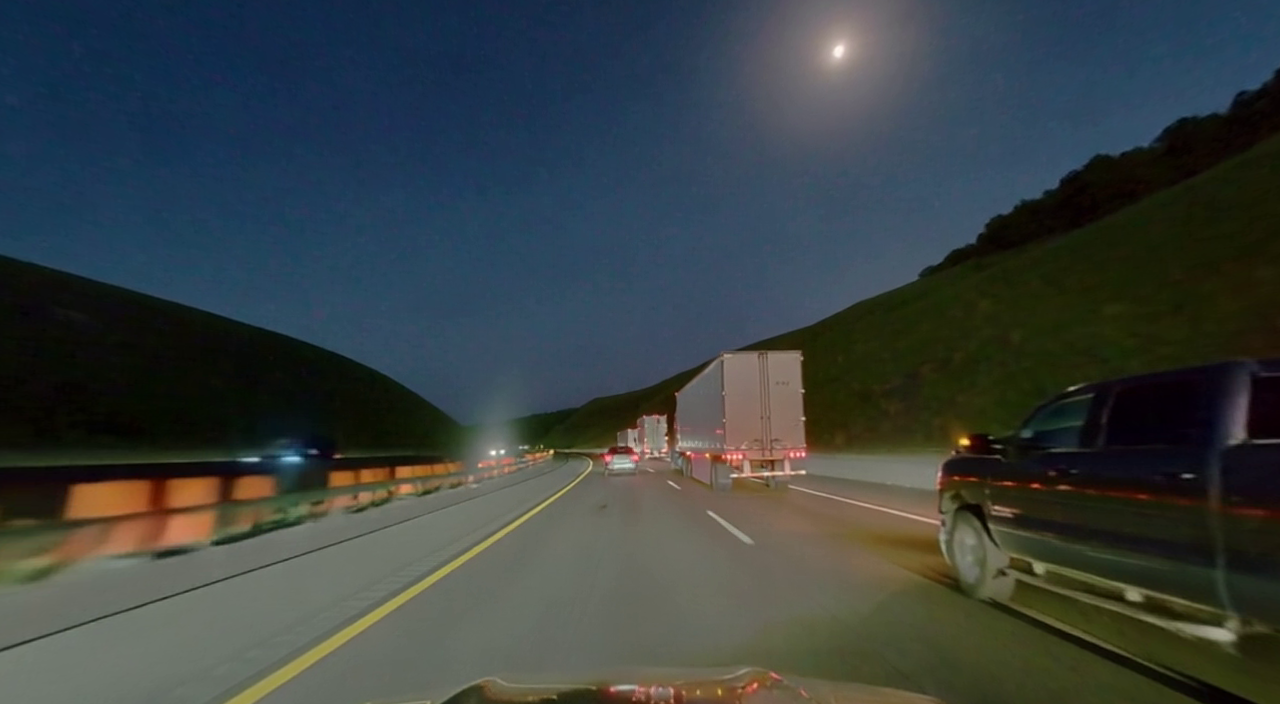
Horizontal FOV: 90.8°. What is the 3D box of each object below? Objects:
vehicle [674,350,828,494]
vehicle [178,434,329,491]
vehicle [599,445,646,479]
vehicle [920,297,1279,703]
[{"bbox_3d":[3.512,3.097,25.212,2.911,4.099,14.578,0,-9,-3],"label":"vehicle"},{"bbox_3d":[-11.141,3.228,18.630,1.803,1.471,4.299,0,-9,-1],"label":"vehicle"},{"bbox_3d":[-0.840,4.999,28.781,2.029,1.437,3.794,0,-9,-3],"label":"vehicle"},{"bbox_3d":[3.881,0.877,3.642,2.034,1.968,5.221,0,-9,-1],"label":"vehicle"}]
